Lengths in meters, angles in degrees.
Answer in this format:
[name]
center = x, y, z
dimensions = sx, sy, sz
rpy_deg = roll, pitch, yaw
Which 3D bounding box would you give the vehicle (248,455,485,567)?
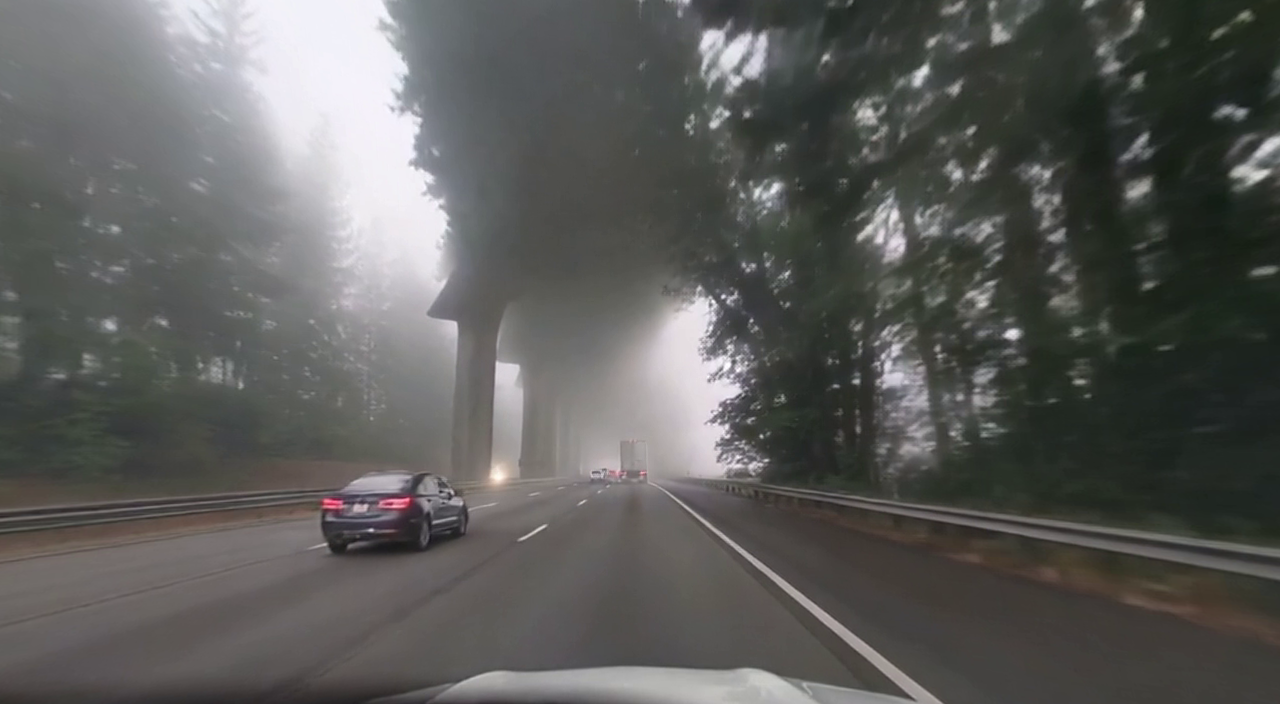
[vehicle]
center = -4.292, 2.599, 10.966
dimensions = 1.950, 1.460, 4.812
rpy_deg = 1, -10, 0
